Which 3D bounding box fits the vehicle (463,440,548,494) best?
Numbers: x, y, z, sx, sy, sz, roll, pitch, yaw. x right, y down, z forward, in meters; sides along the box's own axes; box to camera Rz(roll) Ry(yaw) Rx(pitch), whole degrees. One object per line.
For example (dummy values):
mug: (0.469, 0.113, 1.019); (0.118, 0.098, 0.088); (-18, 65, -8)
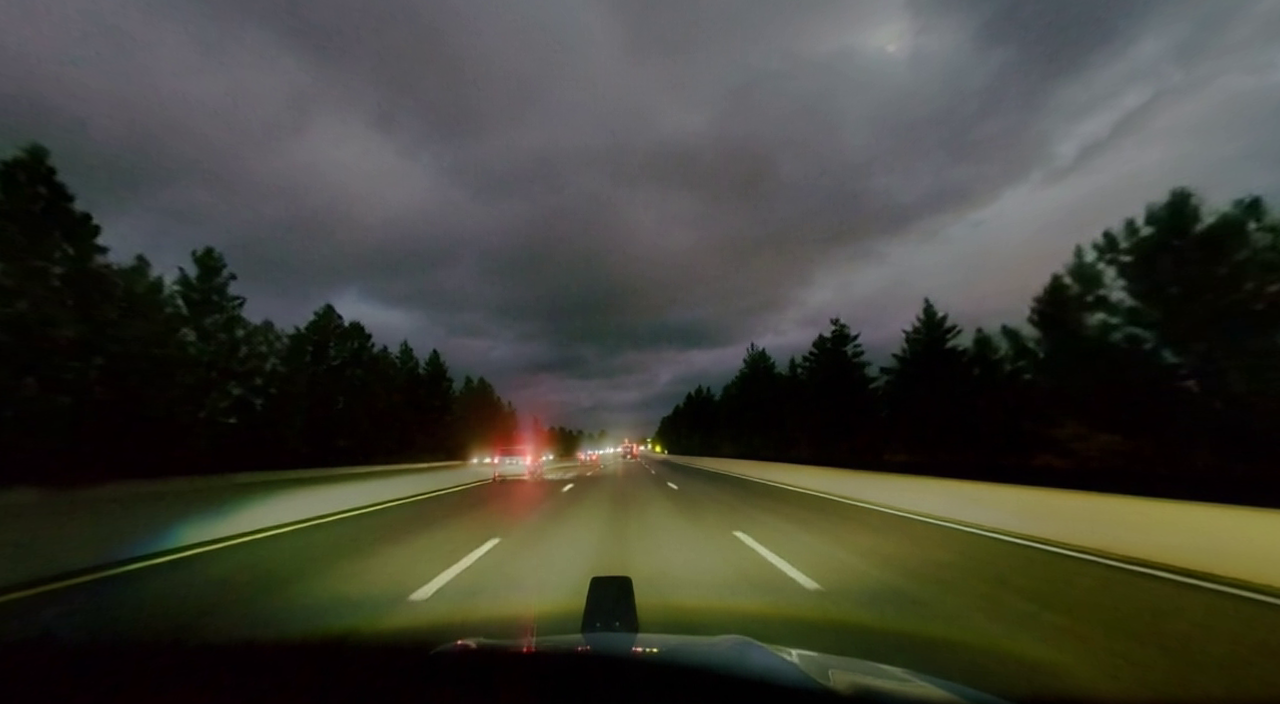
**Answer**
vehicle: (-4.623, 4.013, 22.230); (2.151, 1.693, 4.201); (0, -9, -1)
